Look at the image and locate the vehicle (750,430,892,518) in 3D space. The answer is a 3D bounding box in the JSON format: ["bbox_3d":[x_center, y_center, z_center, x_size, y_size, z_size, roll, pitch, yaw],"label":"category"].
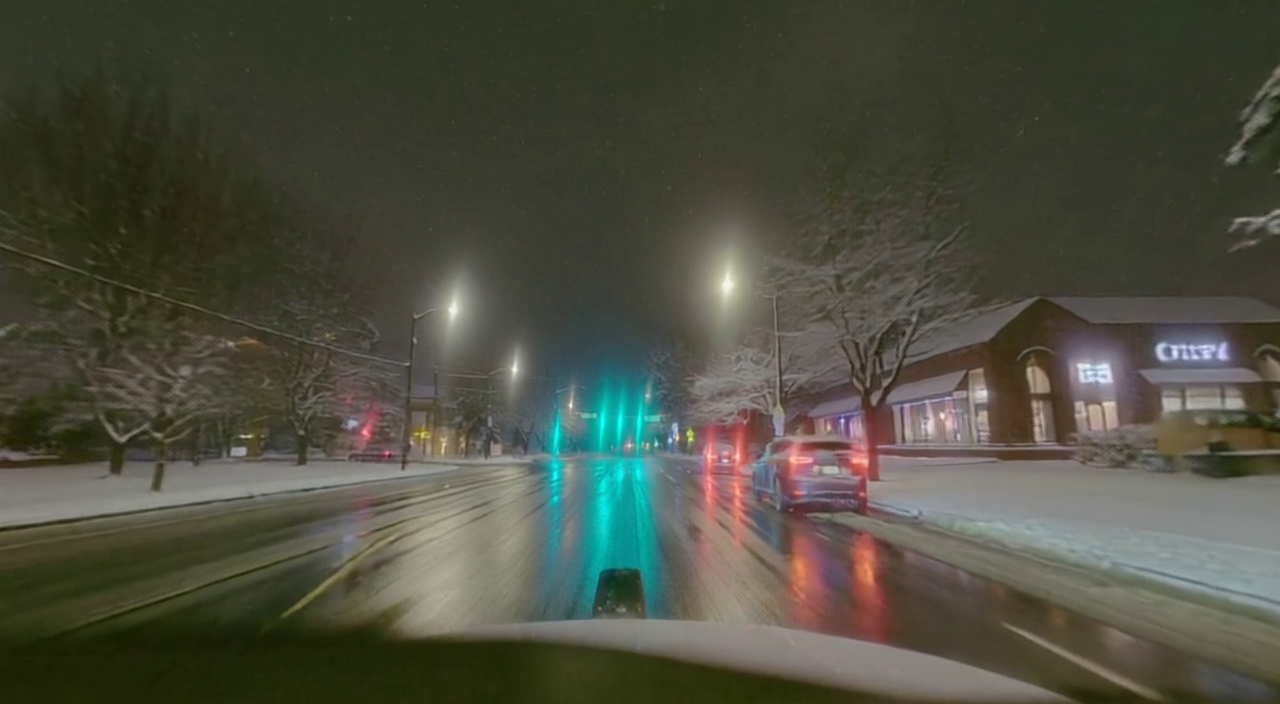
[{"bbox_3d":[4.051,2.805,15.040,1.957,1.753,4.413,0,-8,-2],"label":"vehicle"}]

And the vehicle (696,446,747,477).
[{"bbox_3d":[4.141,5.616,32.605,1.856,1.462,4.501,1,-8,-2],"label":"vehicle"}]
